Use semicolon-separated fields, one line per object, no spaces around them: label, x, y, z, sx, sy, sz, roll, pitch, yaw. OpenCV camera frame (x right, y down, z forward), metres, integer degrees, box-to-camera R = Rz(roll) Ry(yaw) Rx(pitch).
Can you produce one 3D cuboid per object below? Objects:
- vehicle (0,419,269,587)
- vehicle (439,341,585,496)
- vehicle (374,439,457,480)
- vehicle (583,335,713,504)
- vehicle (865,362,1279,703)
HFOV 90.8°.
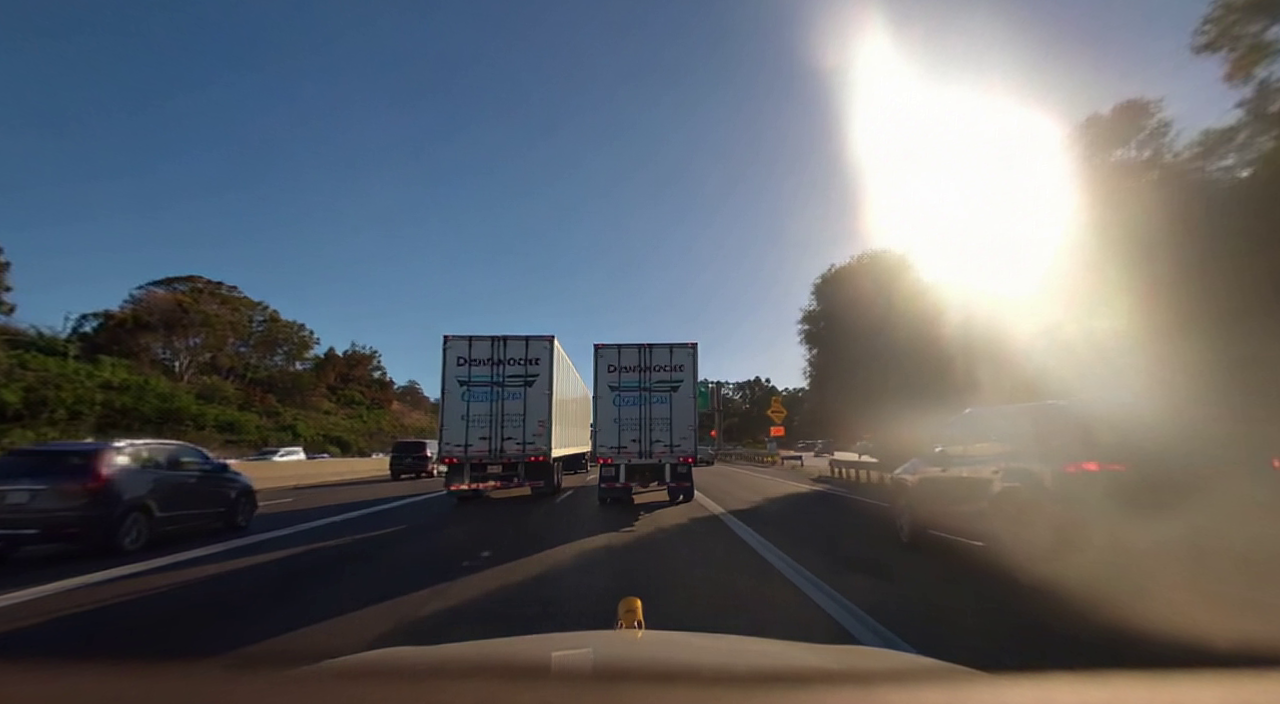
vehicle;-7.455;1.870;8.685;2.017;1.694;4.420;0;-9;-1
vehicle;-3.879;2.561;22.370;2.888;4.154;10.960;0;-9;0
vehicle;-11.071;5.328;31.693;2.120;1.862;5.530;0;-8;0
vehicle;0.077;2.237;19.274;2.910;3.828;9.805;0;-9;-1
vehicle;3.961;1.262;5.612;2.136;1.753;4.644;0;-9;-1
